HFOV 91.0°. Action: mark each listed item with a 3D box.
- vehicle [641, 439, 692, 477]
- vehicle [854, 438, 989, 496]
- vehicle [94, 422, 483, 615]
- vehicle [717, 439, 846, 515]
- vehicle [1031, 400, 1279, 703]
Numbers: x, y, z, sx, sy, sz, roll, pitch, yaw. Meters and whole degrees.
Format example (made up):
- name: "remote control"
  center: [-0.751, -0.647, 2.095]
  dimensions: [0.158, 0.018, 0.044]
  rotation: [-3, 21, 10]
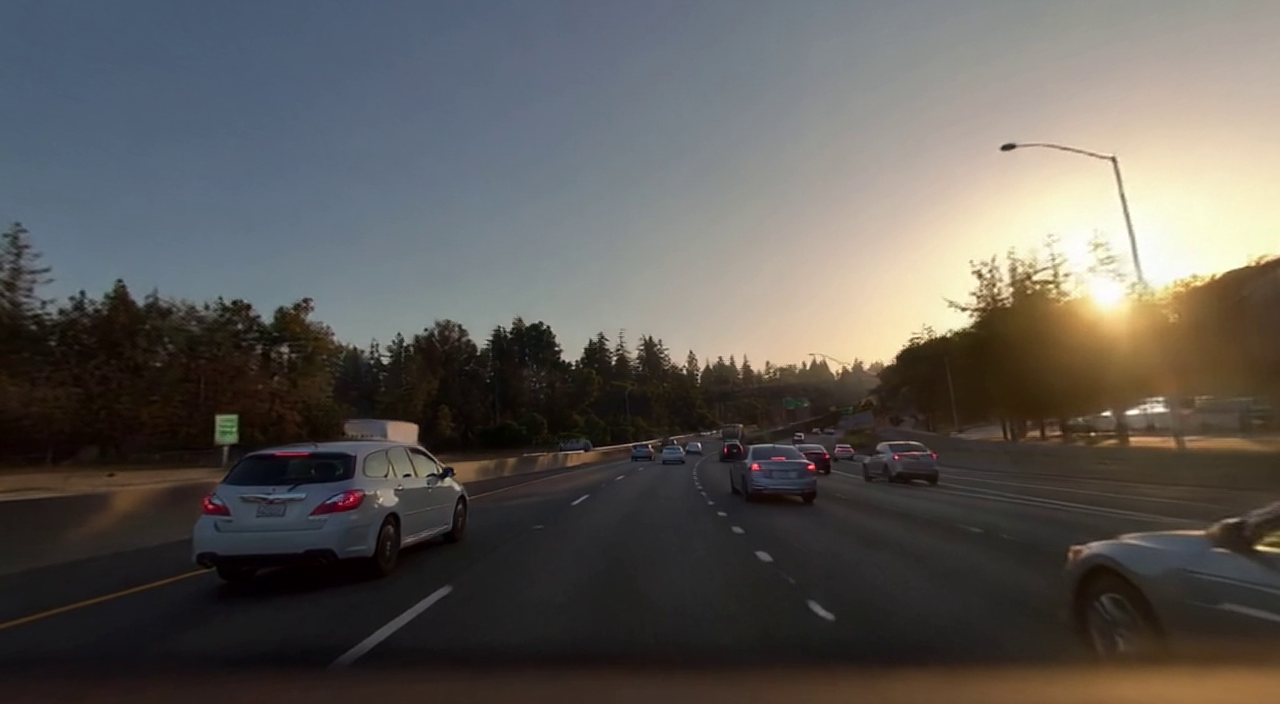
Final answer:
- name: "vehicle"
  center: [1.224, 4.862, 29.012]
  dimensions: [2.201, 1.614, 3.803]
  rotation: [0, -9, 3]
- name: "vehicle"
  center: [8.236, 3.407, 18.996]
  dimensions: [2.014, 1.506, 4.626]
  rotation: [0, -9, 2]
- name: "vehicle"
  center: [-3.454, 1.714, 7.461]
  dimensions: [1.937, 1.558, 4.469]
  rotation: [0, -9, 1]
- name: "vehicle"
  center: [3.100, 2.852, 14.852]
  dimensions: [2.009, 1.489, 4.559]
  rotation: [0, -9, 0]
- name: "vehicle"
  center: [3.334, 0.778, 1.331]
  dimensions: [2.014, 1.489, 4.696]
  rotation: [0, -9, 0]
